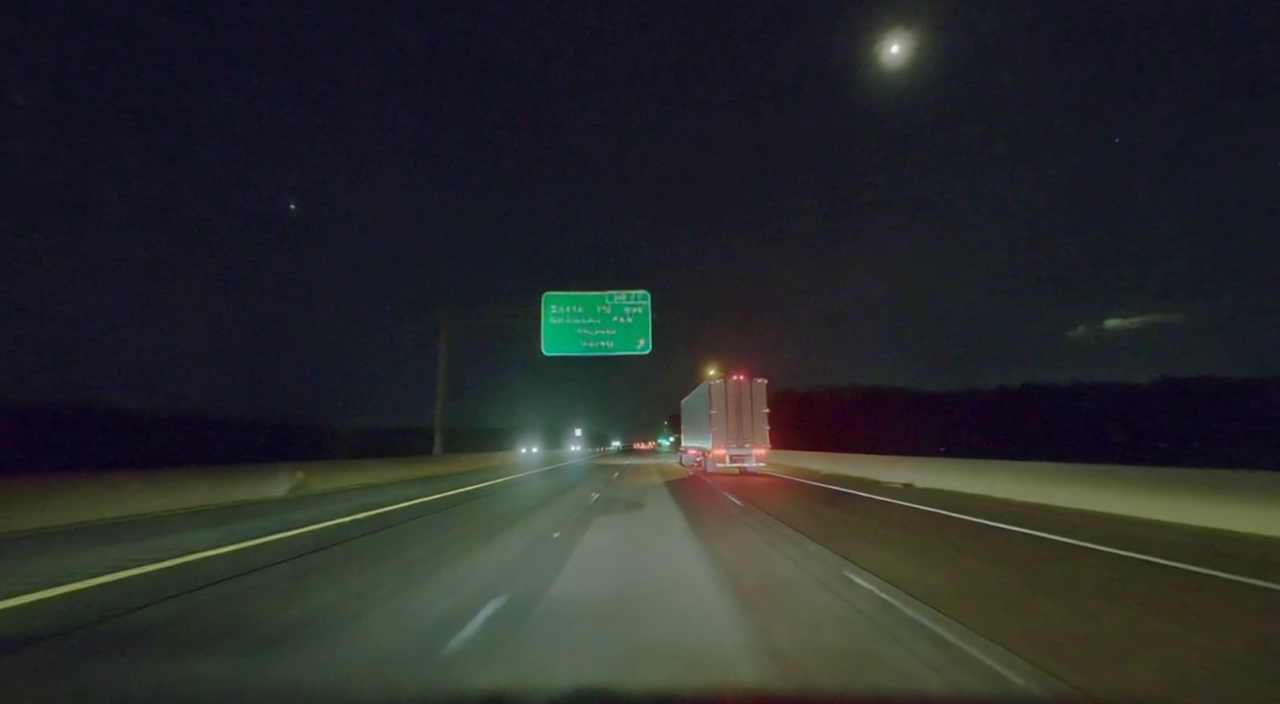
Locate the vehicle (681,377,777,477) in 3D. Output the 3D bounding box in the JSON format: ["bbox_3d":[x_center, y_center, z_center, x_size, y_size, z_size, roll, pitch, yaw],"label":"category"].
[{"bbox_3d":[4.095,4.113,32.845,2.933,4.100,14.317,0,-8,0],"label":"vehicle"}]
